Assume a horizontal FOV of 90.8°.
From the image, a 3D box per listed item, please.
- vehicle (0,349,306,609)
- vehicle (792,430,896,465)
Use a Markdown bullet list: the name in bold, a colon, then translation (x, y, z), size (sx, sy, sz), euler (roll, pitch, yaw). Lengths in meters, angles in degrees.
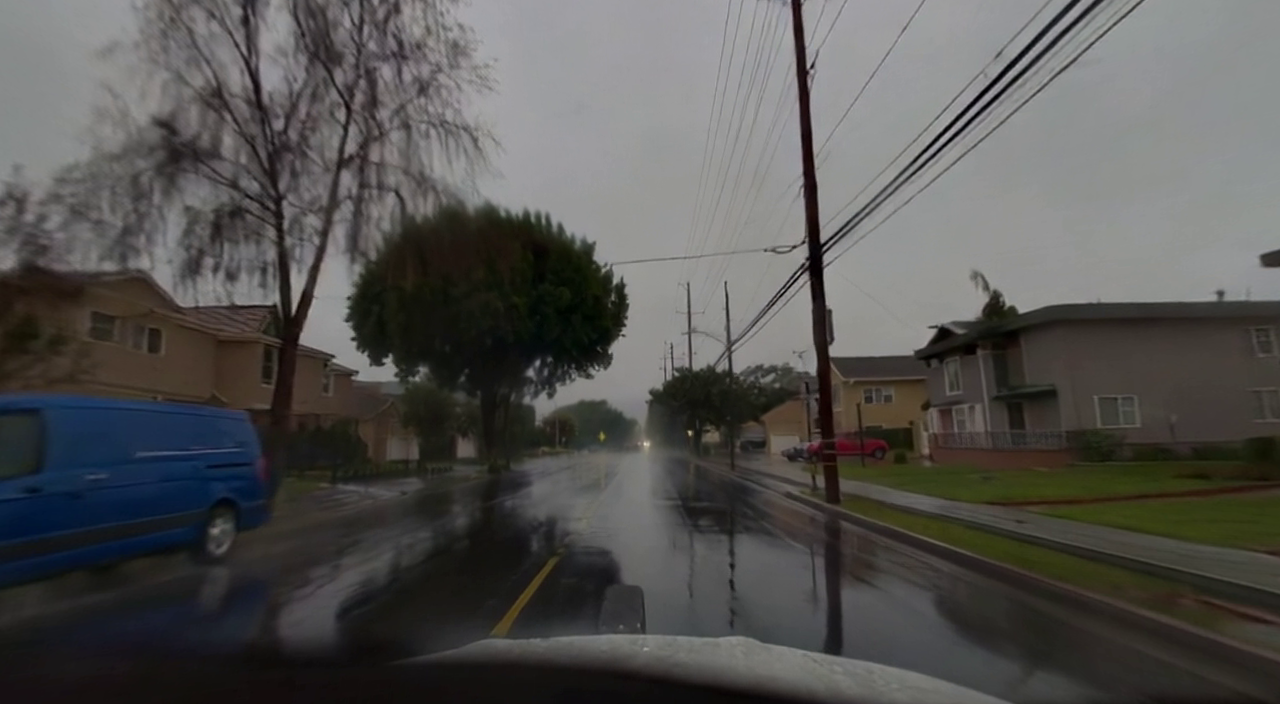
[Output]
- **vehicle**: translation (-5.812, 1.159, 6.002), size (2.263, 1.915, 5.071), euler (-2, -9, 3)
- **vehicle**: translation (10.873, 5.139, 33.914), size (4.902, 1.794, 1.975), euler (-1, -8, 3)
